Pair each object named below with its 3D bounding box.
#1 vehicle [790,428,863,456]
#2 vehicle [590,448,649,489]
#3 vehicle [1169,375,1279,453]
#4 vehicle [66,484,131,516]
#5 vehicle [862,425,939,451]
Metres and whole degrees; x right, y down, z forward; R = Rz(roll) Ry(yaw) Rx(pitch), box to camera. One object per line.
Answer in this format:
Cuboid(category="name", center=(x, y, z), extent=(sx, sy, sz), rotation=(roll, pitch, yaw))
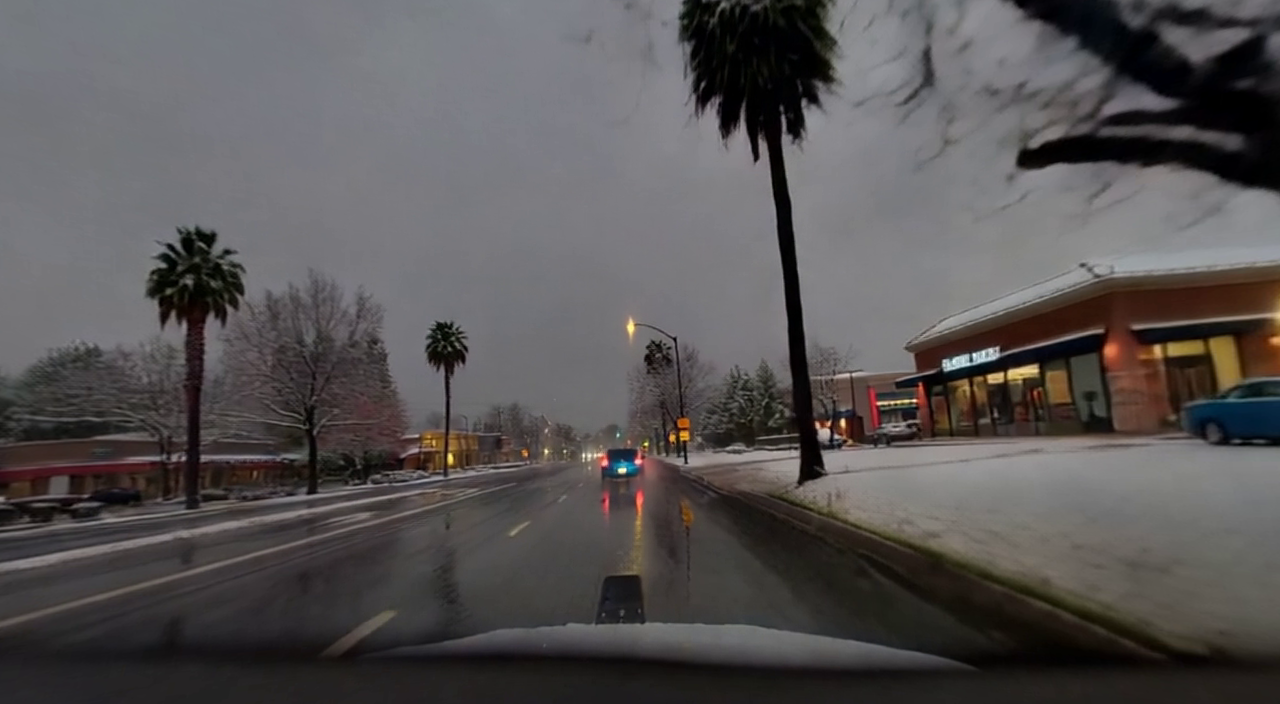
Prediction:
Cuboid(category="vehicle", center=(12.484, 6.089, 42.584), extent=(1.873, 1.657, 4.557), rotation=(5, -12, -31))
Cuboid(category="vehicle", center=(-0.802, 4.601, 25.281), extent=(2.156, 1.462, 4.495), rotation=(0, -9, -1))
Cuboid(category="vehicle", center=(13.315, 1.222, 12.454), extent=(1.827, 1.497, 4.468), rotation=(0, -9, -1))
Cuboid(category="vehicle", center=(-32.155, 8.784, 37.606), extent=(1.791, 1.511, 4.030), rotation=(3, -10, -24))
Cuboid(category="vehicle", center=(17.700, 5.892, 43.141), extent=(1.856, 1.665, 4.574), rotation=(6, -10, -32))
